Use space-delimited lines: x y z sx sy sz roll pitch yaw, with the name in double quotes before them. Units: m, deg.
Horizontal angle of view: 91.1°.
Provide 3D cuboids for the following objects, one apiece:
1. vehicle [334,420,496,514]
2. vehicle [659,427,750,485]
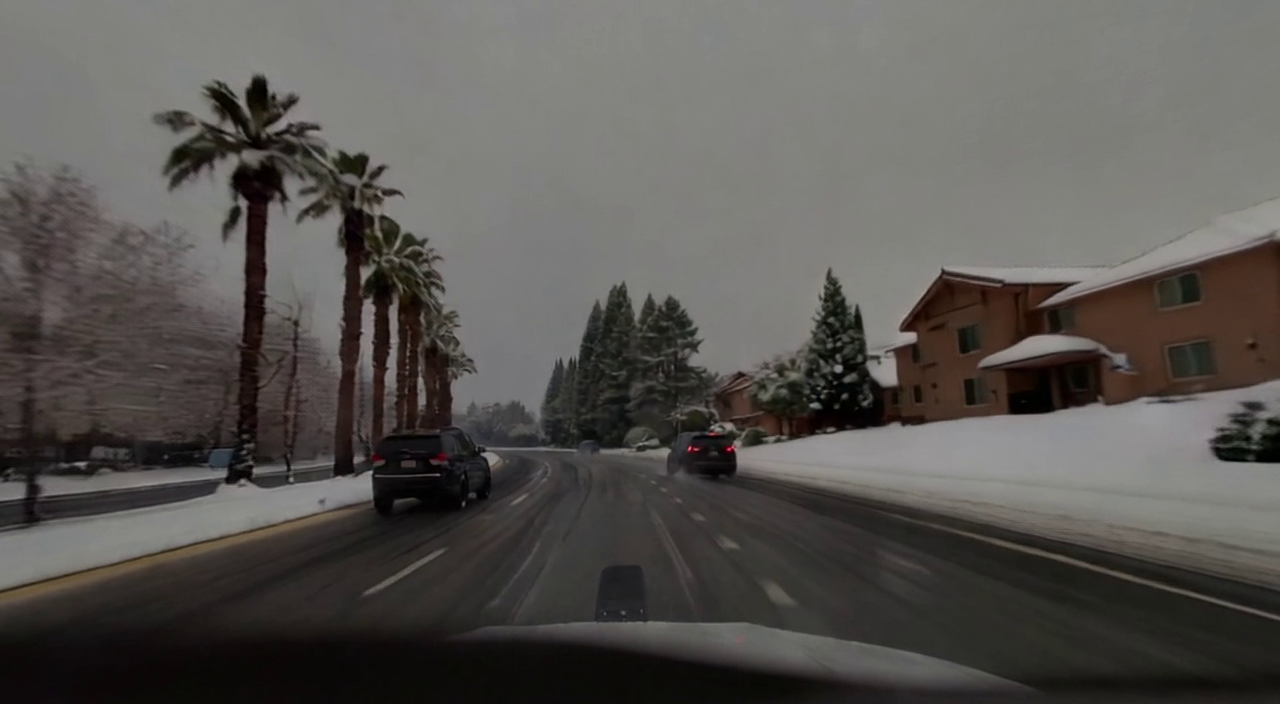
"vehicle" -4.847 2.551 14.454 2.150 1.768 4.868 0 -8 -3
"vehicle" 2.107 3.625 22.129 2.195 1.804 4.658 1 -8 -6
